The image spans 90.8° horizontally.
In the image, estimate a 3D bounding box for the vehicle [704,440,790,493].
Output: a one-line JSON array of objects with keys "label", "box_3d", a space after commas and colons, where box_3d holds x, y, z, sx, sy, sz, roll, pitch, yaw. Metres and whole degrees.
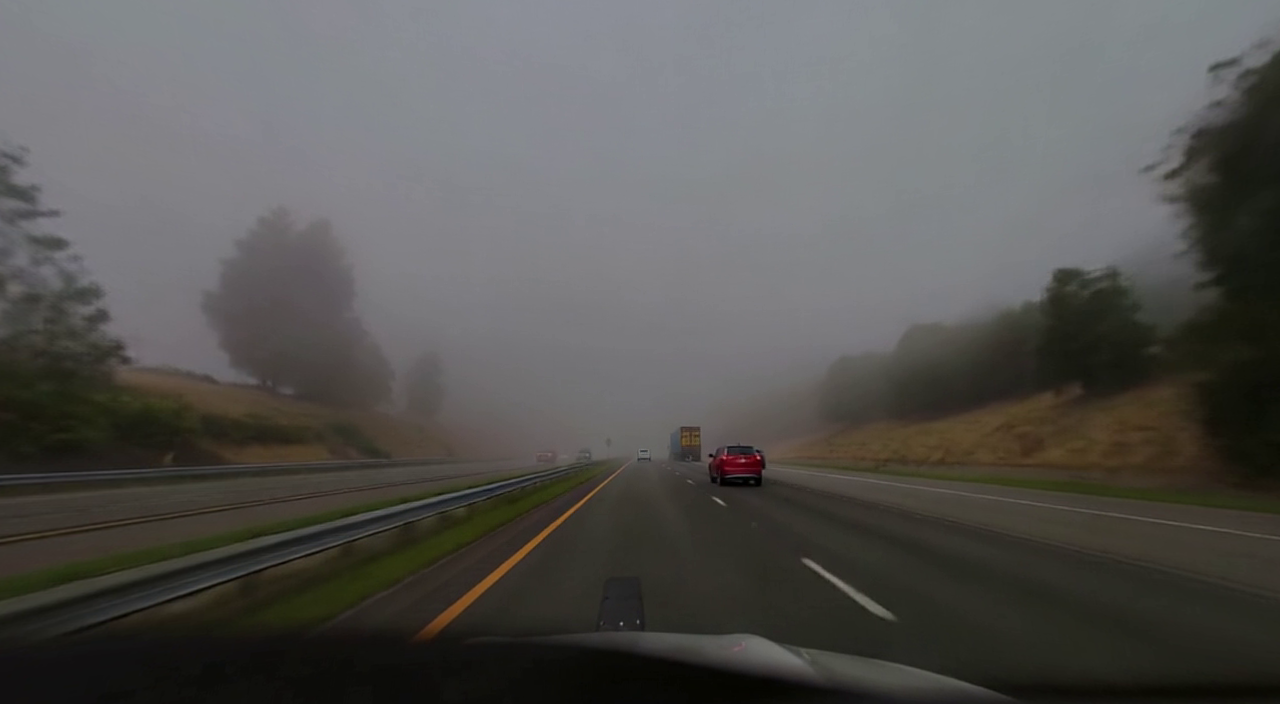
[{"label": "vehicle", "box_3d": [3.655, 3.998, 22.435, 2.130, 1.658, 4.537, 0, -9, -2]}]
